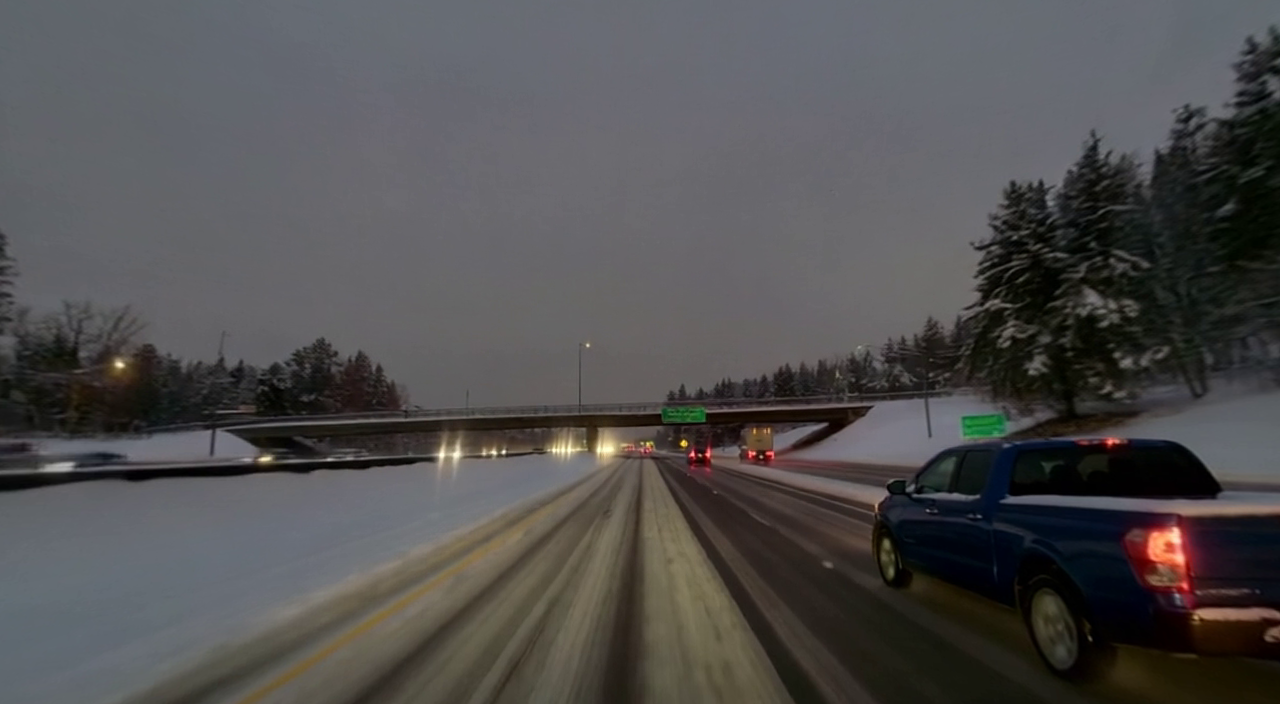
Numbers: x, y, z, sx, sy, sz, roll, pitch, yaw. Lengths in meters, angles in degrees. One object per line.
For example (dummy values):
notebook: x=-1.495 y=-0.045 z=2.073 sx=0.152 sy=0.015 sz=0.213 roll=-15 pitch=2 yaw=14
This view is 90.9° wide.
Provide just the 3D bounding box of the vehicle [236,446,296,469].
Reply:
vehicle: x=-29.209 y=8.224 z=49.425 sx=1.897 sy=1.665 sz=4.562 roll=0 pitch=-8 yaw=0

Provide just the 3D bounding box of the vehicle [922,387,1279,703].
vehicle: x=3.396 y=0.962 z=2.739 sx=2.119 sy=1.524 sz=4.807 roll=0 pitch=-8 yaw=0

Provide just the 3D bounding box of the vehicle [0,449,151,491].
vehicle: x=-21.954 y=4.546 z=24.763 sx=1.876 sy=1.456 sz=4.456 roll=0 pitch=-8 yaw=0

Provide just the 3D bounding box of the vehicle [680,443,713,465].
vehicle: x=4.274 y=7.755 z=48.103 sx=2.014 sy=1.643 sz=4.039 roll=0 pitch=-8 yaw=-1
